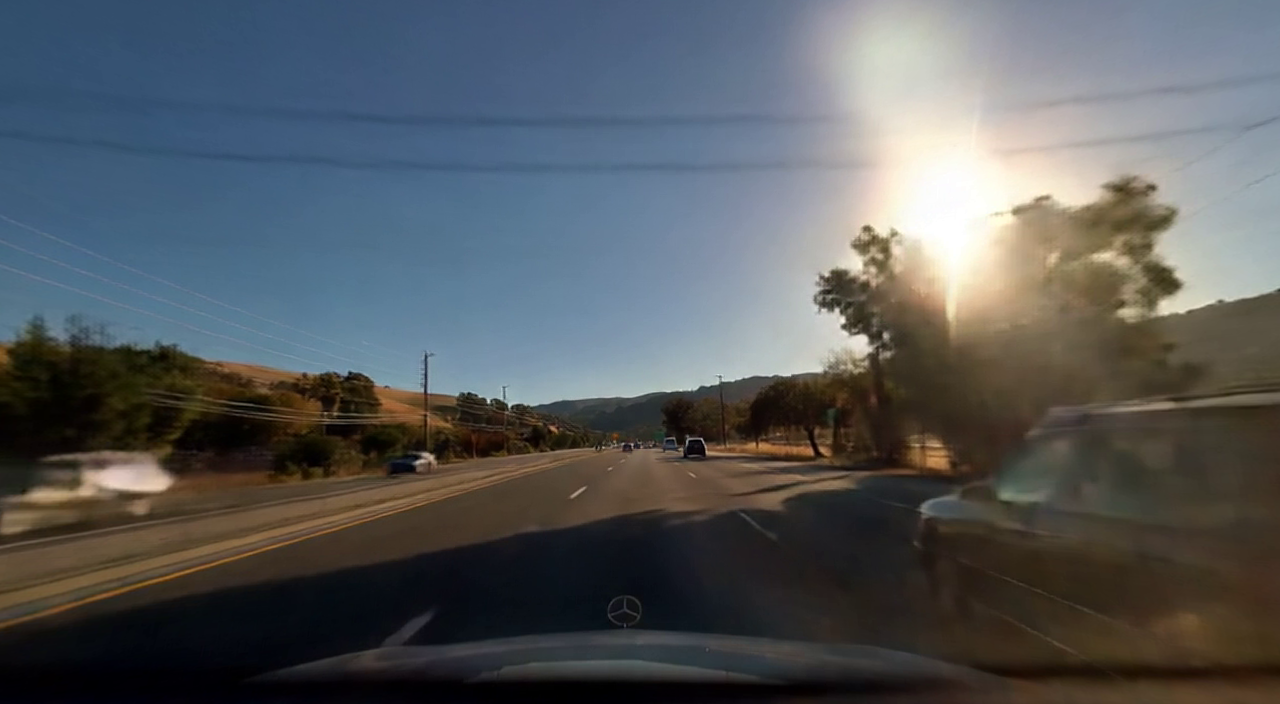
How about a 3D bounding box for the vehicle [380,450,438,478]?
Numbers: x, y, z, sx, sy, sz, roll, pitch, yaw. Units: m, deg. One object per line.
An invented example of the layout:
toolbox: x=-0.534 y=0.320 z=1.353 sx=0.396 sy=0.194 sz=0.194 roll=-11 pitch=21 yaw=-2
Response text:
vehicle: x=-15.958 y=7.767 z=43.915 sx=2.105 sy=1.748 sz=4.948 roll=0 pitch=-8 yaw=1
